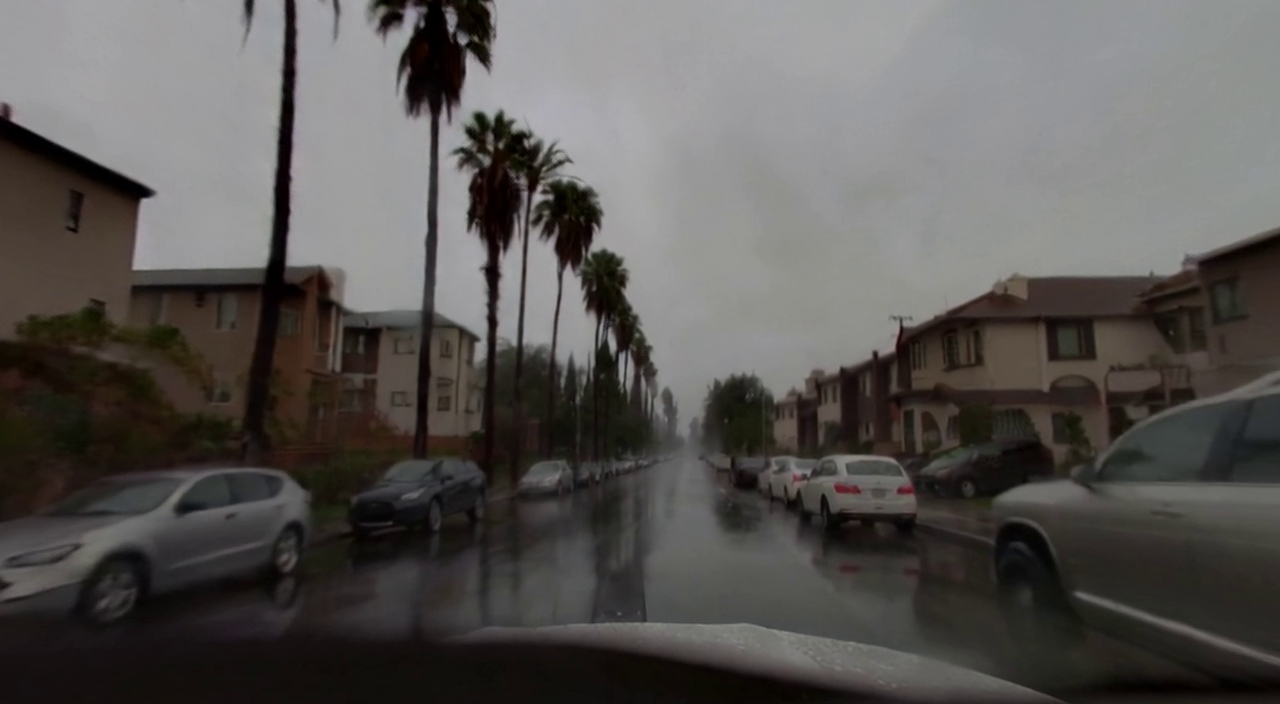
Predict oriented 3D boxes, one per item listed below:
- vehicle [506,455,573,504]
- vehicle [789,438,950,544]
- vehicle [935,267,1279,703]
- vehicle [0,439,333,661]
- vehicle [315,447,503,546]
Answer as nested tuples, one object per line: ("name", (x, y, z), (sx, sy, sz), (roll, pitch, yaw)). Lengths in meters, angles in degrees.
("vehicle", (-4.134, 5.353, 26.695), (1.947, 1.803, 4.381), (-2, -11, 2))
("vehicle", (4.754, 2.982, 13.959), (1.964, 1.889, 4.708), (-1, -10, 3))
("vehicle", (4.106, 0.852, 3.041), (2.649, 2.232, 6.576), (0, -10, 5))
("vehicle", (-5.296, 1.907, 6.904), (1.816, 1.697, 3.777), (-1, -11, 3))
("vehicle", (-4.930, 3.202, 14.534), (2.020, 1.819, 5.168), (-2, -11, 4))
